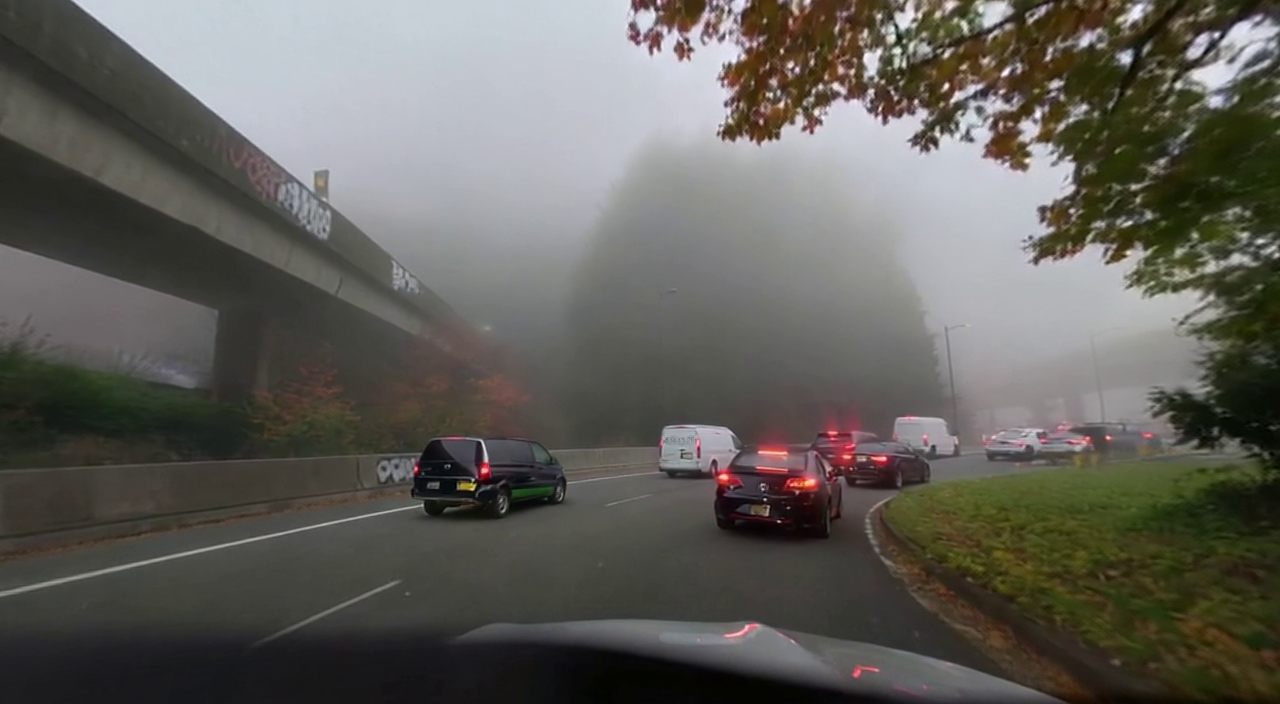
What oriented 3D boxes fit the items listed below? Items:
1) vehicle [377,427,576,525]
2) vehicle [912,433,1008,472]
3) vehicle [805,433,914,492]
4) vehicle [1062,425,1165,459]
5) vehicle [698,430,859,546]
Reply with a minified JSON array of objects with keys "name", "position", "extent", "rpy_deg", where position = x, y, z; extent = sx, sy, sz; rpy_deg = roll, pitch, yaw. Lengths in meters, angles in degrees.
[{"name":"vehicle","position":[-2.933,2.337,12.329],"extent":[1.921,1.554,4.081],"rpy_deg":[-3,-9,16]},{"name":"vehicle","position":[12.950,4.054,25.299],"extent":[3.902,1.446,1.780],"rpy_deg":[6,-11,-36]},{"name":"vehicle","position":[6.603,3.219,18.564],"extent":[1.830,1.519,4.253],"rpy_deg":[-7,-11,35]},{"name":"vehicle","position":[21.602,4.132,28.598],"extent":[3.934,1.485,1.763],"rpy_deg":[4,-10,-20]},{"name":"vehicle","position":[2.481,2.140,10.474],"extent":[2.064,1.515,3.722],"rpy_deg":[-4,-10,20]}]
